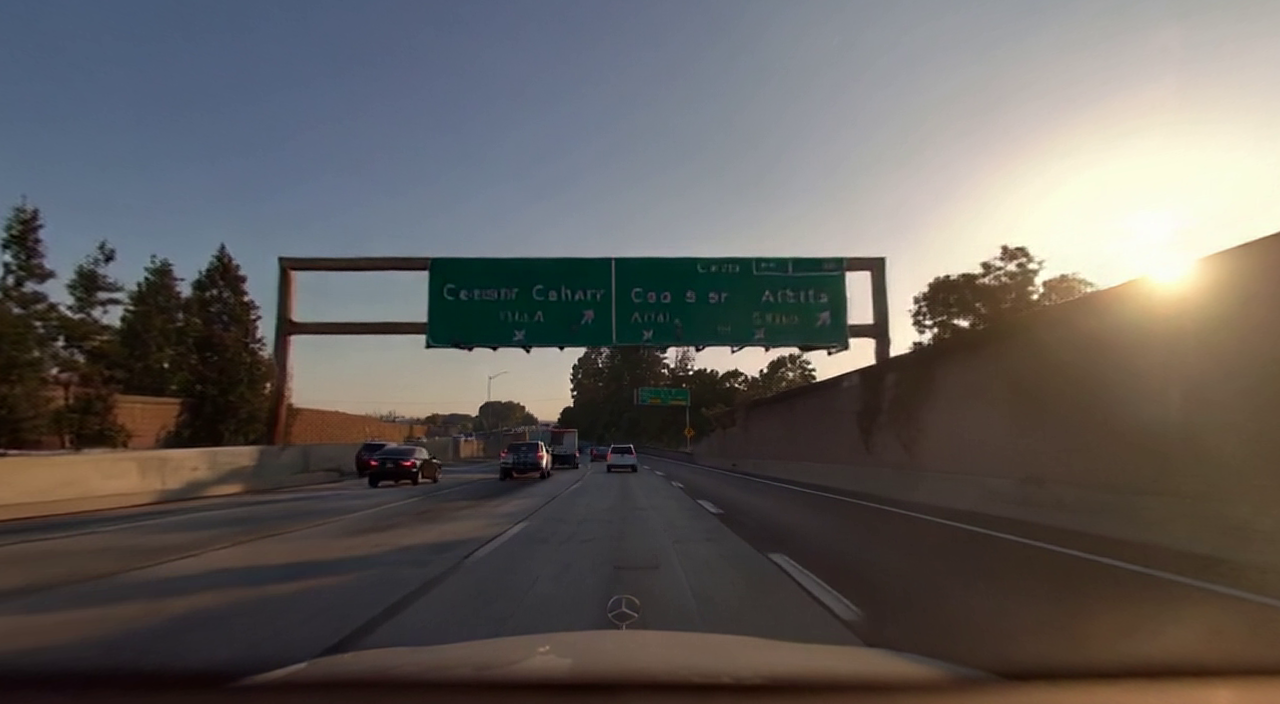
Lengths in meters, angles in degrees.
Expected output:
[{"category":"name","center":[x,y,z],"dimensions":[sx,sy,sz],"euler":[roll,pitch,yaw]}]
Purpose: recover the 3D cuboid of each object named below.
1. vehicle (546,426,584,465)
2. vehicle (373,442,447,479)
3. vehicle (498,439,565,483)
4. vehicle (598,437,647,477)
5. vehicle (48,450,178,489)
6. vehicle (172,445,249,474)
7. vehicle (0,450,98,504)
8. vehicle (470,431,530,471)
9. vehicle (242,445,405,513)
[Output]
[{"category":"vehicle","center":[-5.408,6.863,46.253],"dimensions":[2.279,2.672,5.256],"euler":[0,-8,-2]},{"category":"vehicle","center":[-11.938,5.637,33.186],"dimensions":[2.079,1.807,5.187],"euler":[0,-8,-2]},{"category":"vehicle","center":[-4.259,4.352,25.521],"dimensions":[2.005,1.631,4.295],"euler":[0,-8,-1]},{"category":"vehicle","center":[-0.828,4.803,29.065],"dimensions":[2.092,1.671,3.772],"euler":[0,-8,-2]},{"category":"vehicle","center":[-23.711,5.252,28.662],"dimensions":[1.938,1.565,4.708],"euler":[0,-8,-1]},{"category":"vehicle","center":[-28.706,7.150,42.366],"dimensions":[2.066,1.821,4.738],"euler":[0,-8,-4]},{"category":"vehicle","center":[-19.557,3.789,19.316],"dimensions":[1.903,1.506,4.545],"euler":[0,-8,-1]},{"category":"vehicle","center":[-9.114,6.517,41.659],"dimensions":[2.773,2.402,6.232],"euler":[0,-8,-2]},{"category":"vehicle","center":[-7.854,3.148,16.239],"dimensions":[1.896,1.465,4.399],"euler":[0,-8,0]}]
